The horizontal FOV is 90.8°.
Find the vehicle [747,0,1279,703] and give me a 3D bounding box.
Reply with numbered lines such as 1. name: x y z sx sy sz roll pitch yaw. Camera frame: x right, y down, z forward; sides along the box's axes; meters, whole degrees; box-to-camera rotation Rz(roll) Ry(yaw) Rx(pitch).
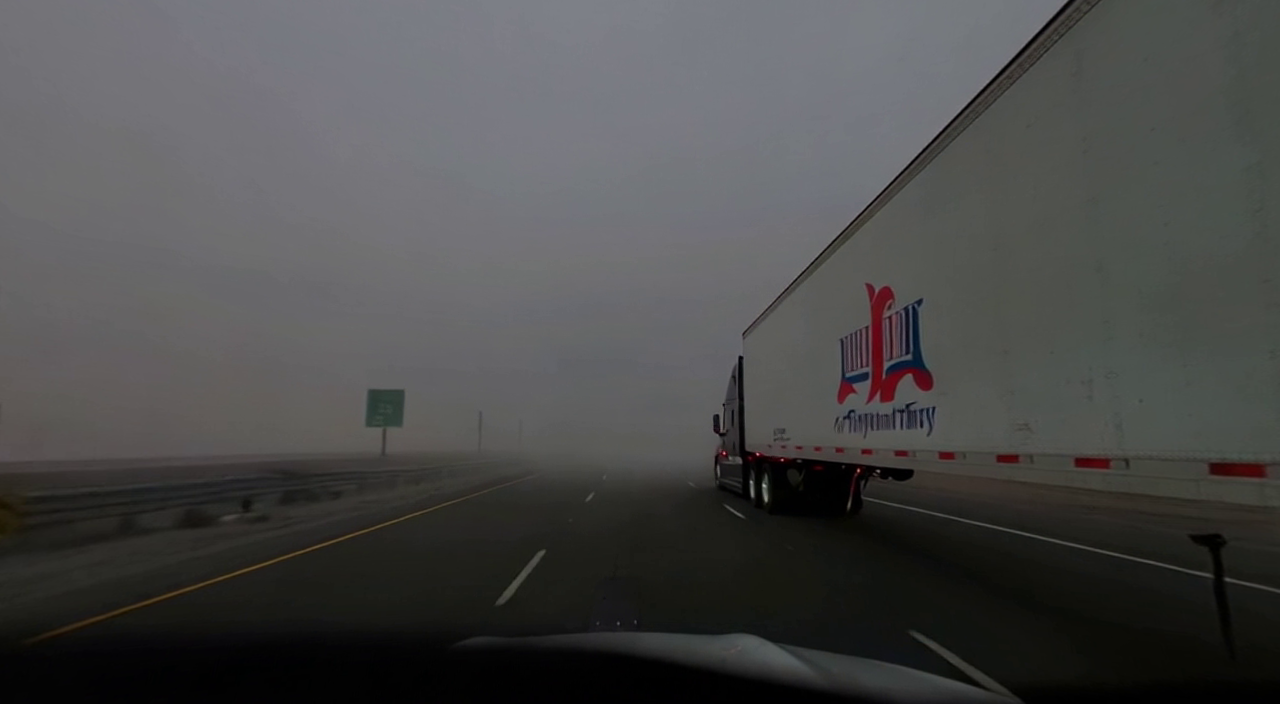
1. vehicle: 3.953 0.534 8.473 2.962 4.132 12.720 0 -8 1
